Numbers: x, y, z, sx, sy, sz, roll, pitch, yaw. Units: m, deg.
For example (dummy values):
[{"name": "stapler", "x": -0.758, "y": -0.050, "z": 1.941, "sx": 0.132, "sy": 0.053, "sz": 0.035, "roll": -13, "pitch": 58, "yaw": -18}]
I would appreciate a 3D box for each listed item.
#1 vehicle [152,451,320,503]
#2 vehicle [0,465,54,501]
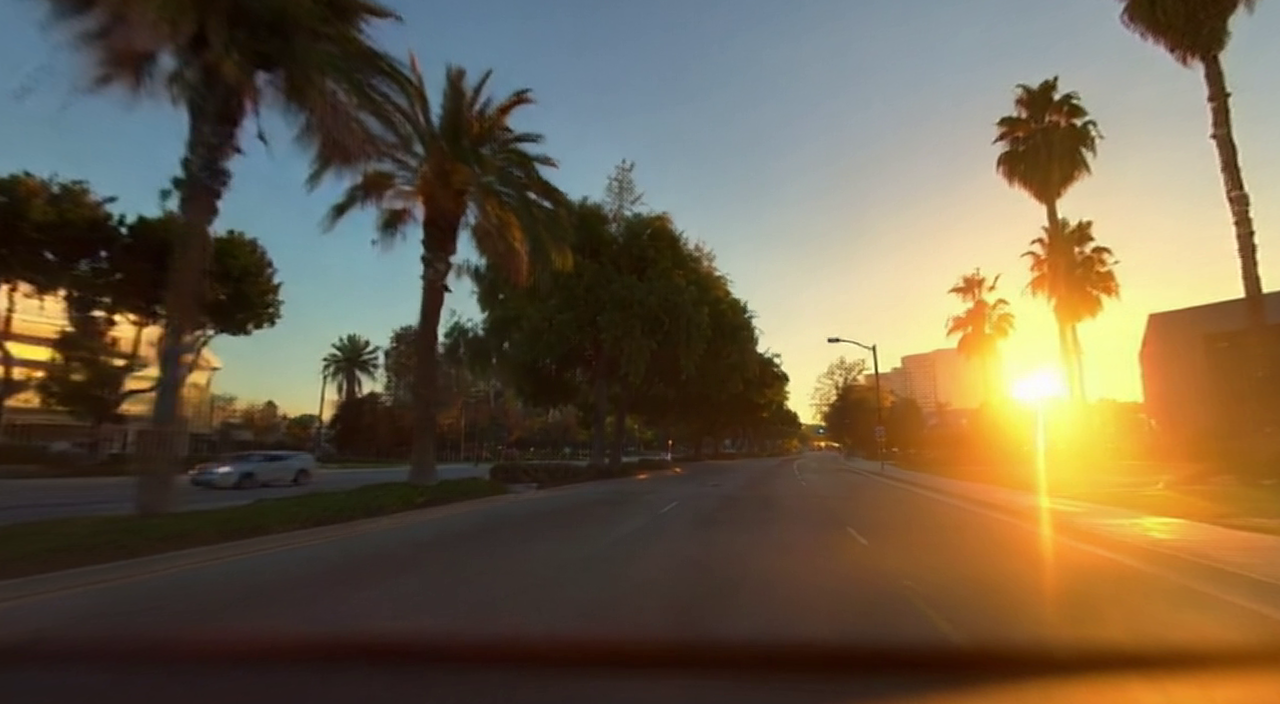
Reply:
[{"name": "vehicle", "x": -13.556, "y": 4.170, "z": 21.501, "sx": 1.915, "sy": 1.490, "sz": 4.763, "roll": -2, "pitch": -9, "yaw": 13}, {"name": "vehicle", "x": -32.963, "y": 6.759, "z": 32.625, "sx": 4.433, "sy": 1.642, "sz": 1.894, "roll": -4, "pitch": -10, "yaw": 23}]
